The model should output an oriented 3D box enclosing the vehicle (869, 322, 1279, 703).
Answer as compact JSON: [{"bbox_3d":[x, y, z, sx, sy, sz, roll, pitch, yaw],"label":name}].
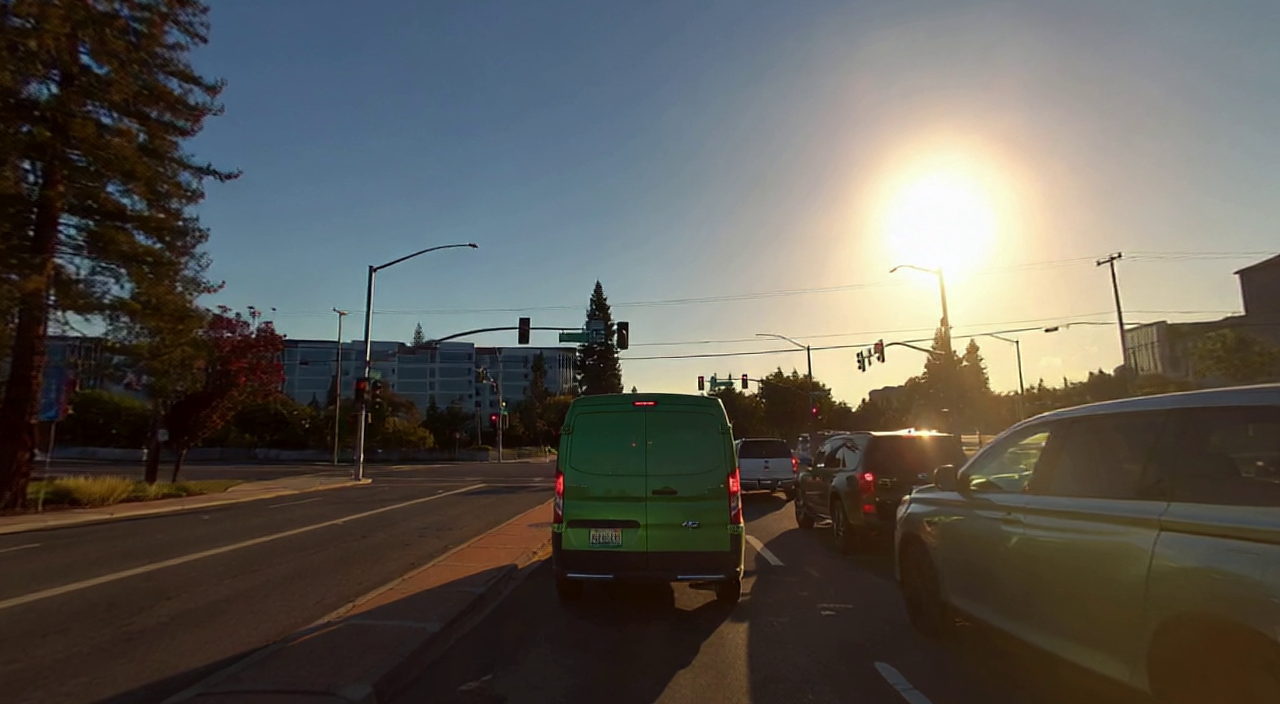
[{"bbox_3d":[2.905,0.943,3.163,1.971,1.663,4.287,0,-8,2],"label":"vehicle"}]

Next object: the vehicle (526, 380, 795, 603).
[{"bbox_3d":[0.181,1.463,7.433,2.185,1.822,4.391,0,-8,0],"label":"vehicle"}]

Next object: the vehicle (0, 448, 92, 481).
[{"bbox_3d":[-30.609,5.616,31.581,4.425,1.427,1.911,0,-5,-5],"label":"vehicle"}]
